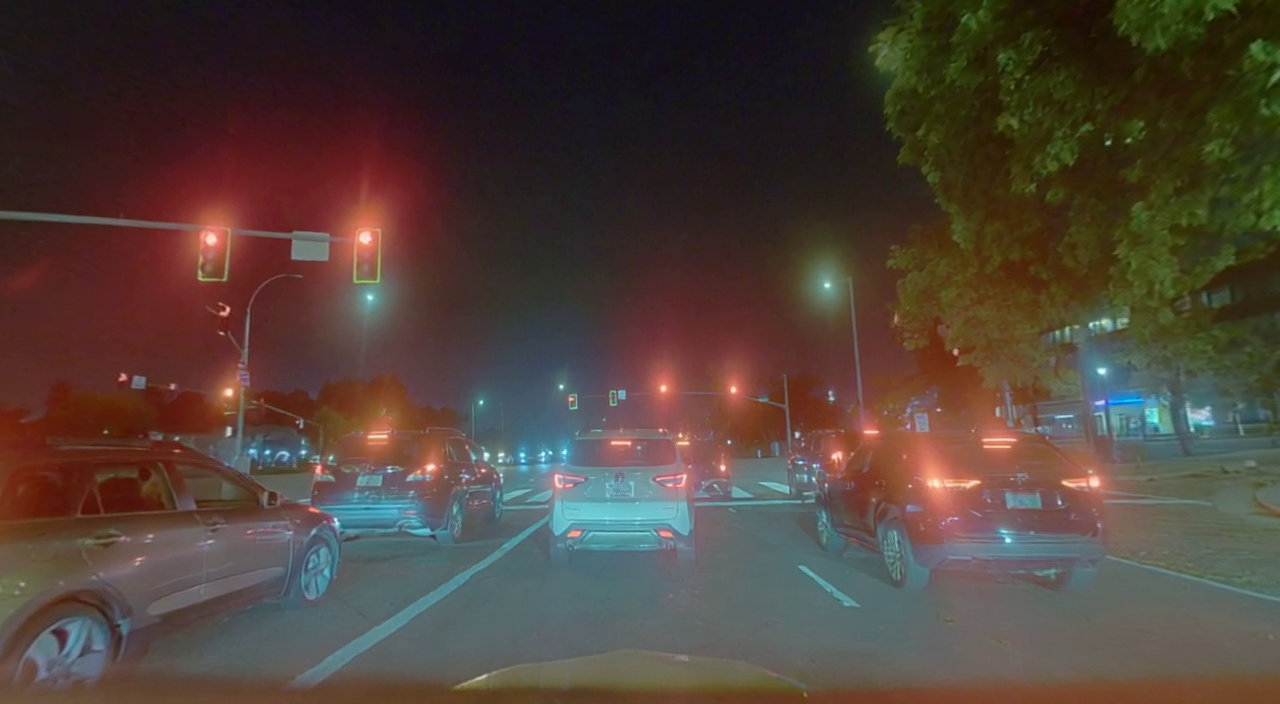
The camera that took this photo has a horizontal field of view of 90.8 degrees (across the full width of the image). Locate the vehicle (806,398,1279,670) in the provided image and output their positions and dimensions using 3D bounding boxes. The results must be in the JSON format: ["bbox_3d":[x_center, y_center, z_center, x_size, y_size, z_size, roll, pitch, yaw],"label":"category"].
[{"bbox_3d":[3.225,1.445,6.187,2.006,1.659,4.462,0,-8,1],"label":"vehicle"}]

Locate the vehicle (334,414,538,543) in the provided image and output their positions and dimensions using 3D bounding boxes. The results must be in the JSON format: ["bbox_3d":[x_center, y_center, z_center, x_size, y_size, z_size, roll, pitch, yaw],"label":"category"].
[{"bbox_3d":[-3.233,2.107,11.154,2.048,1.805,4.405,0,-8,1],"label":"vehicle"}]

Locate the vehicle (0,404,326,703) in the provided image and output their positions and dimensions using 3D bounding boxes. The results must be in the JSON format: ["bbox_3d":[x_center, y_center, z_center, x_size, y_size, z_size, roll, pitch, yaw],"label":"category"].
[{"bbox_3d":[-3.352,0.947,2.356,1.863,1.495,4.667,0,-8,2],"label":"vehicle"}]

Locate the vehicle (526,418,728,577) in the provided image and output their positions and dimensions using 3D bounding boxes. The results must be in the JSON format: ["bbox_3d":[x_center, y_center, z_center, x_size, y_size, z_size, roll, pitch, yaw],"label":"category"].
[{"bbox_3d":[-0.100,1.802,8.546,2.106,1.655,3.717,0,-8,1],"label":"vehicle"}]
